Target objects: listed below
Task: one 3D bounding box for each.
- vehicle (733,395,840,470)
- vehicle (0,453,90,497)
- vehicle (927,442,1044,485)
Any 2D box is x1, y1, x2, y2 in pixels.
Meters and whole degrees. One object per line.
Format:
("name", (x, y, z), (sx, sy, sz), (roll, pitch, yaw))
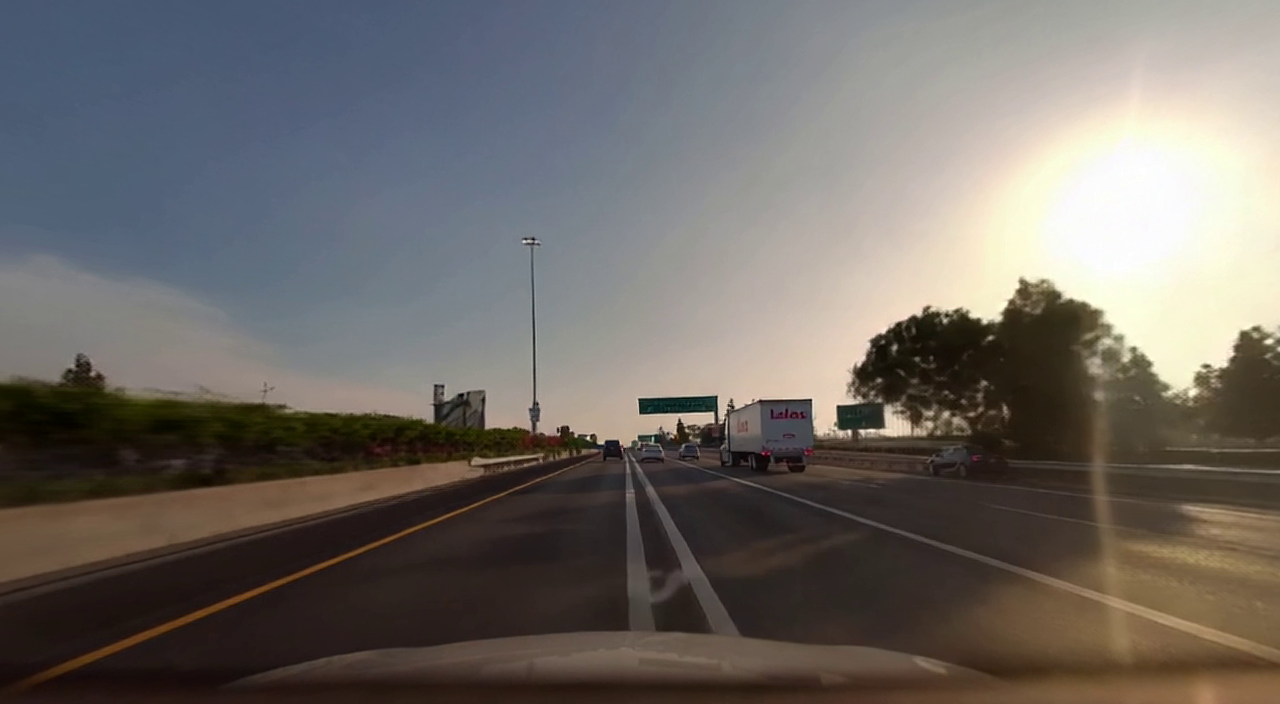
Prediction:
("vehicle", (9.233, 5.645, 42.990), (2.892, 4.128, 16.495), (0, -9, -2))
("vehicle", (-25.088, 4.876, 25.272), (1.942, 1.579, 4.642), (0, -9, 0))
("vehicle", (13.074, 4.219, 24.276), (1.862, 1.462, 4.459), (0, -9, -1))
